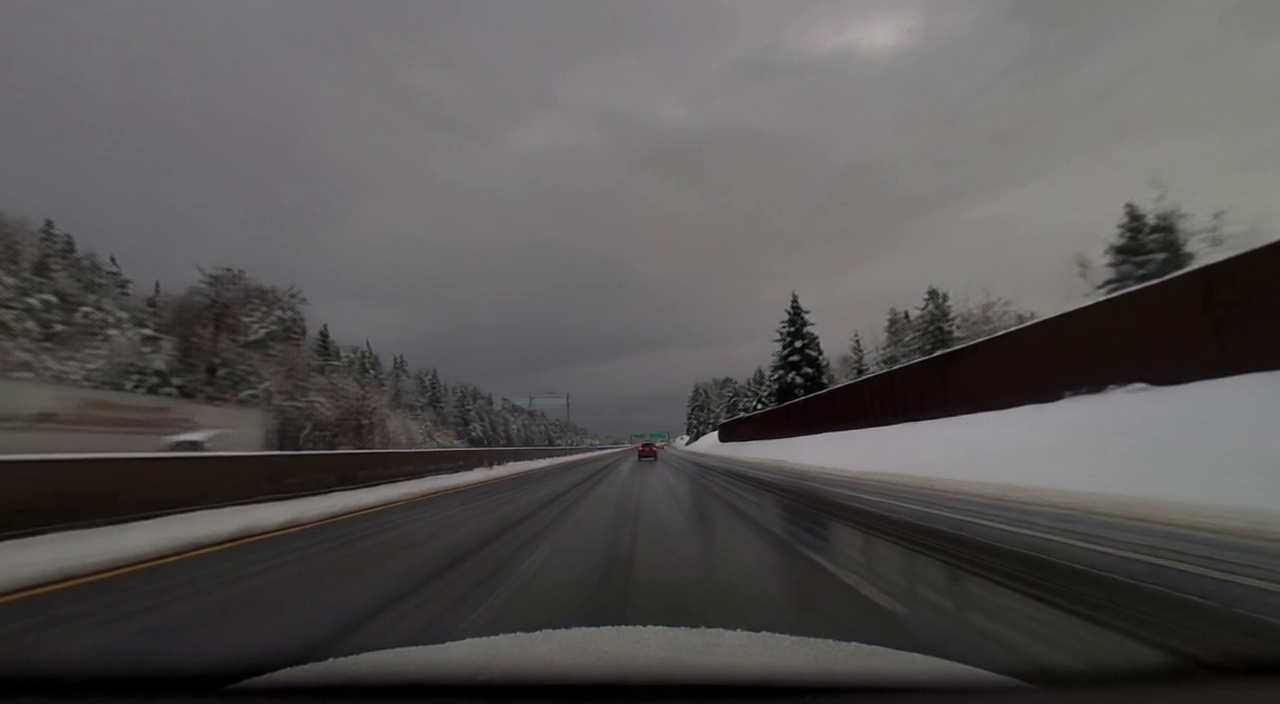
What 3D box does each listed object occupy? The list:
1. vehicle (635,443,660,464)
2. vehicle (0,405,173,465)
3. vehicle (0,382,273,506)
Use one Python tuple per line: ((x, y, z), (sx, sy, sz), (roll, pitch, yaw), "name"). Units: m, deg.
((0.547, 7.992, 49.631), (1.873, 1.529, 3.953), (0, -9, 0), "vehicle")
((-19.867, 3.038, 22.796), (2.237, 1.885, 4.778), (-1, -8, 0), "vehicle")
((-19.990, 3.693, 25.224), (2.798, 3.638, 13.257), (0, -9, -1), "vehicle")
